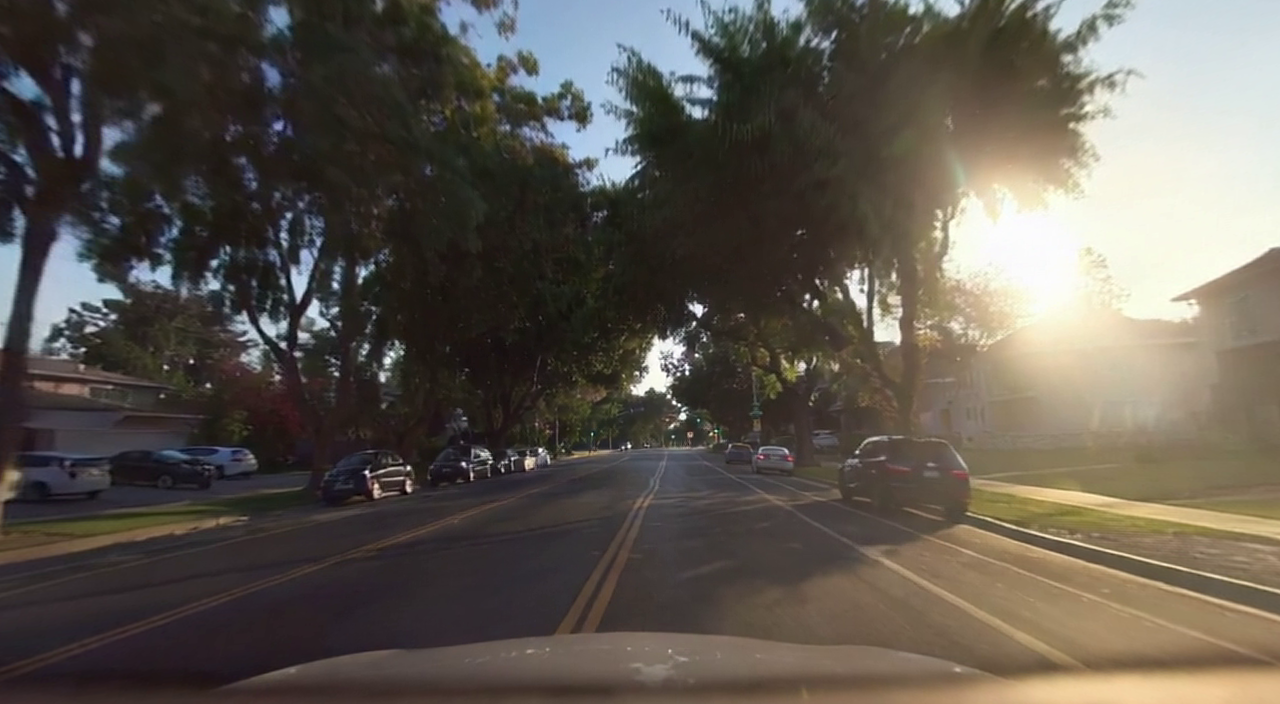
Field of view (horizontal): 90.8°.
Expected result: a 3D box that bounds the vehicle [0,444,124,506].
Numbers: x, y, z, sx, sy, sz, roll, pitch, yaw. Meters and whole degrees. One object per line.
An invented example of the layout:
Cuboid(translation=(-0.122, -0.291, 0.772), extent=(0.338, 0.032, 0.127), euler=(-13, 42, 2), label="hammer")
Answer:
Cuboid(translation=(-17.449, 3.482, 17.765), extent=(4.282, 1.559, 1.929), euler=(-3, -10, 4), label="vehicle")

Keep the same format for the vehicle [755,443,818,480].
Cuboid(translation=(6.452, 4.866, 28.364), extent=(1.908, 1.477, 4.920), euler=(0, -8, 3), label="vehicle")

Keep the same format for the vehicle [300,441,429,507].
Cuboid(translation=(-8.950, 4.011, 21.076), extent=(2.117, 1.865, 4.570), euler=(-2, -10, 2), label="vehicle")

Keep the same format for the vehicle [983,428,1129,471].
Cuboid(translation=(15.401, 3.641, 23.613), extent=(3.966, 1.500, 1.998), euler=(-1, -8, 4), label="vehicle")

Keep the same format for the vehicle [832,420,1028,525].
Cuboid(translation=(5.993, 2.540, 13.887), extent=(2.215, 1.886, 4.577), euler=(0, -8, 2), label="vehicle")

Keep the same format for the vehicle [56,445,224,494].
Cuboid(translation=(-17.339, 4.068, 22.055), extent=(4.206, 1.578, 1.913), euler=(0, -8, 1), label="vehicle")

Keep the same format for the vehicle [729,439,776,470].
Cuboid(translation=(6.511, 5.987, 37.173), extent=(2.155, 1.668, 4.425), euler=(0, -8, 3), label="vehicle")

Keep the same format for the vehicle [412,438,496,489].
Cuboid(translation=(-8.541, 5.120, 29.513), extent=(2.225, 2.037, 5.158), euler=(-4, -8, 2), label="vehicle")
